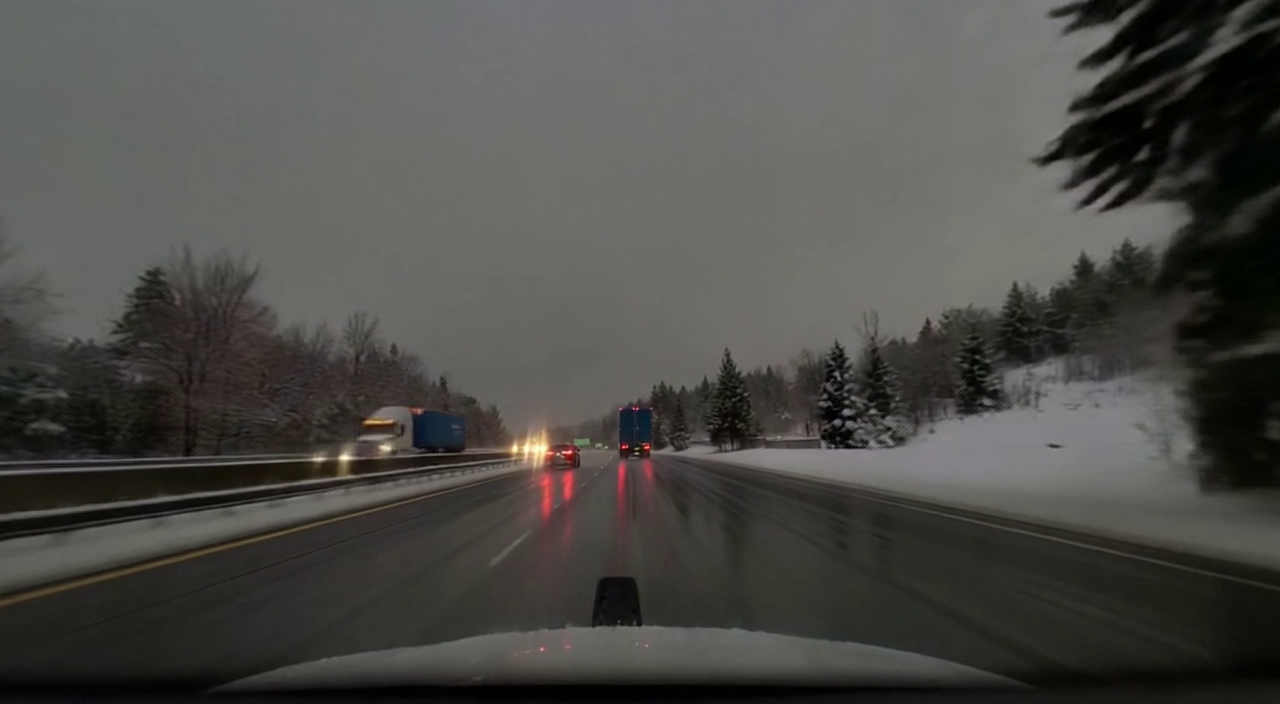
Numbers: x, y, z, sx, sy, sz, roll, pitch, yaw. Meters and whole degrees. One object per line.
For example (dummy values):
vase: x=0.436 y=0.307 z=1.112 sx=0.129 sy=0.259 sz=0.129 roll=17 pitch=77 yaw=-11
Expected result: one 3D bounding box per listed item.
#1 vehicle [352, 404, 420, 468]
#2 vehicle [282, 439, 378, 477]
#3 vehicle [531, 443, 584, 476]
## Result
vehicle: x=-17.739 y=5.924 z=44.033 sx=3.116 sy=4.225 sz=3.440 roll=1 pitch=-9 yaw=-1
vehicle: x=-13.199 y=4.540 z=27.055 sx=1.864 sy=1.501 sz=4.510 roll=0 pitch=-9 yaw=-1
vehicle: x=-4.035 y=5.344 z=31.373 sx=2.057 sy=1.519 sz=4.372 roll=0 pitch=-9 yaw=0
